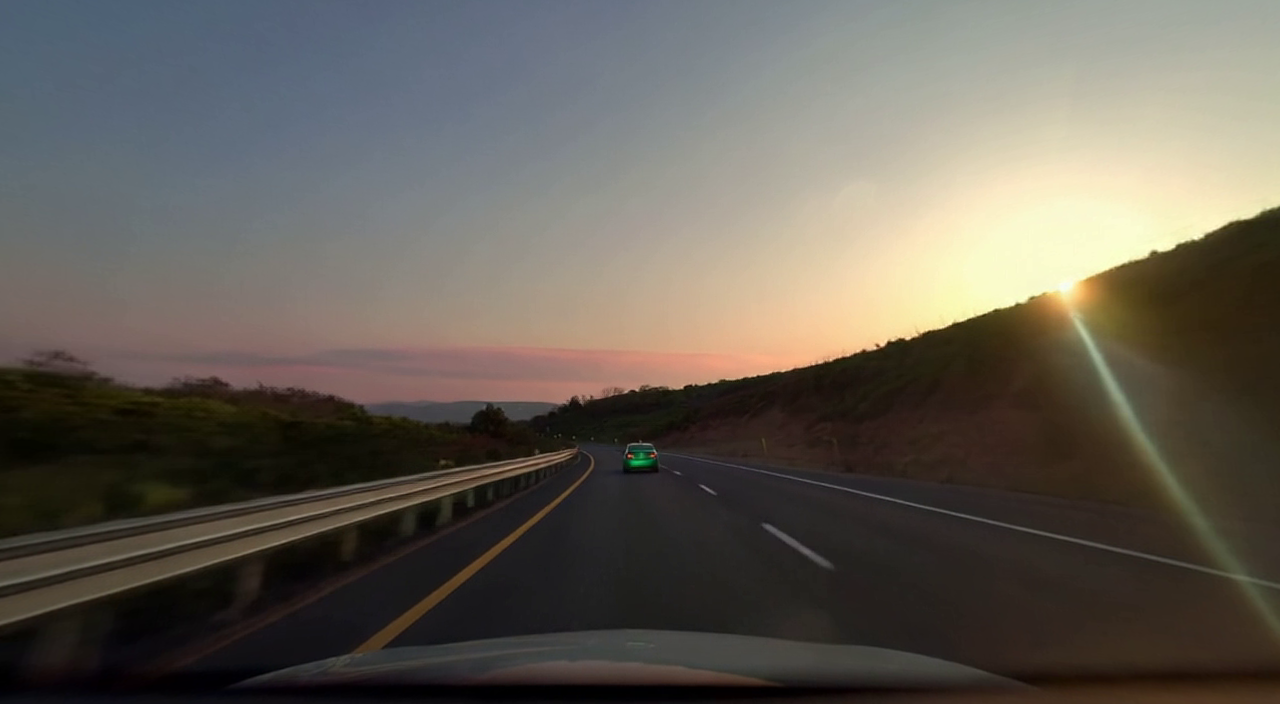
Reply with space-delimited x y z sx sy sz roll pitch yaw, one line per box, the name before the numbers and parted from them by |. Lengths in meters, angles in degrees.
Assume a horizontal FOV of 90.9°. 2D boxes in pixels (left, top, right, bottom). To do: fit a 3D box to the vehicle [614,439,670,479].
vehicle | -0.021 4.423 26.338 2.029 1.474 4.183 0 -9 -4
